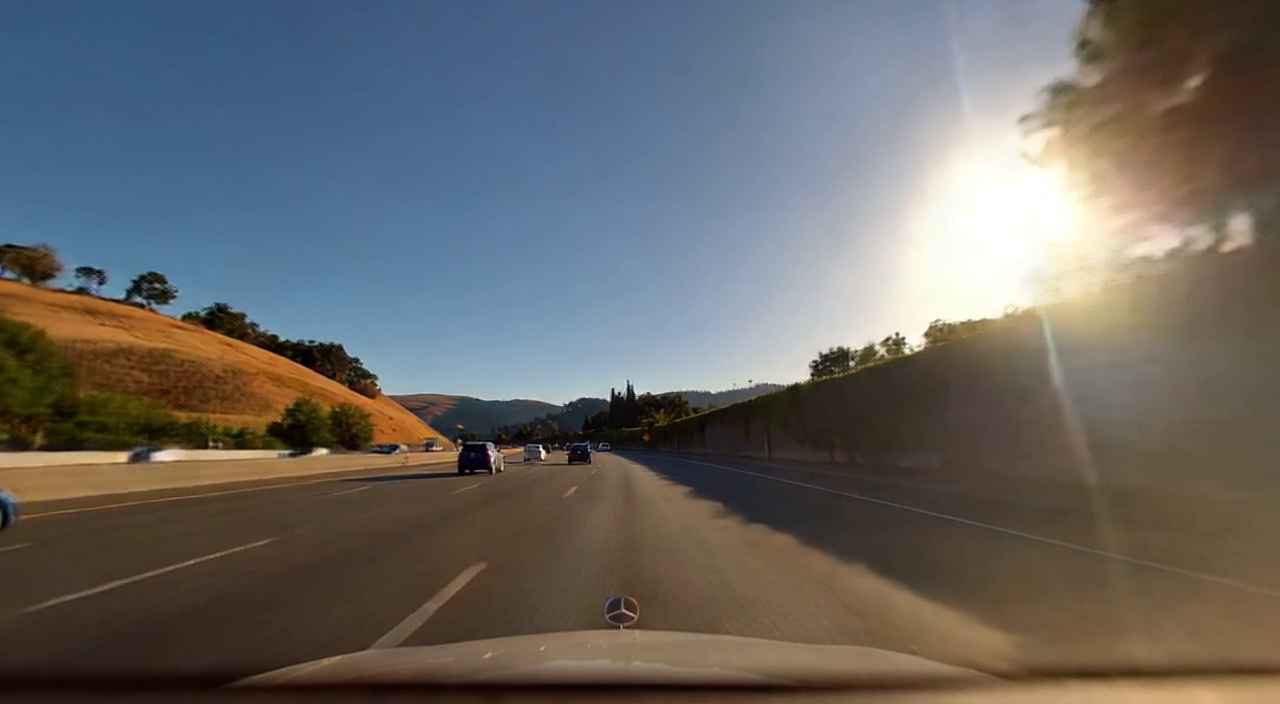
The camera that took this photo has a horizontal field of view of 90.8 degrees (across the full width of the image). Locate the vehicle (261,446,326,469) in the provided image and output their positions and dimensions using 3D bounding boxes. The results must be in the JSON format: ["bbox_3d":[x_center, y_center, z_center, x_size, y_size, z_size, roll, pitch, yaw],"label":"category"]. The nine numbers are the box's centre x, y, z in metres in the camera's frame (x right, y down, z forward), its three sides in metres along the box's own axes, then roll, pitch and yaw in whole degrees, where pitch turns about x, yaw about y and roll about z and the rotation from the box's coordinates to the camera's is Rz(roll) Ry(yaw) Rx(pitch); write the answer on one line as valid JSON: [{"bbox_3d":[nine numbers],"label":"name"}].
[{"bbox_3d":[-23.636,7.179,43.321,1.890,1.475,4.592,0,-9,0],"label":"vehicle"}]

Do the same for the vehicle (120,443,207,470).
[{"bbox_3d":[-31.202,6.846,41.551,1.945,1.641,4.947,0,-9,-1],"label":"vehicle"}]

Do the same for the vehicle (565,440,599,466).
[{"bbox_3d":[-4.060,7.159,44.776,2.115,1.713,4.263,0,-9,-2],"label":"vehicle"}]

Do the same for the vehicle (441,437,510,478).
[{"bbox_3d":[-7.738,4.982,30.181,2.074,1.768,4.805,0,-9,-1],"label":"vehicle"}]
